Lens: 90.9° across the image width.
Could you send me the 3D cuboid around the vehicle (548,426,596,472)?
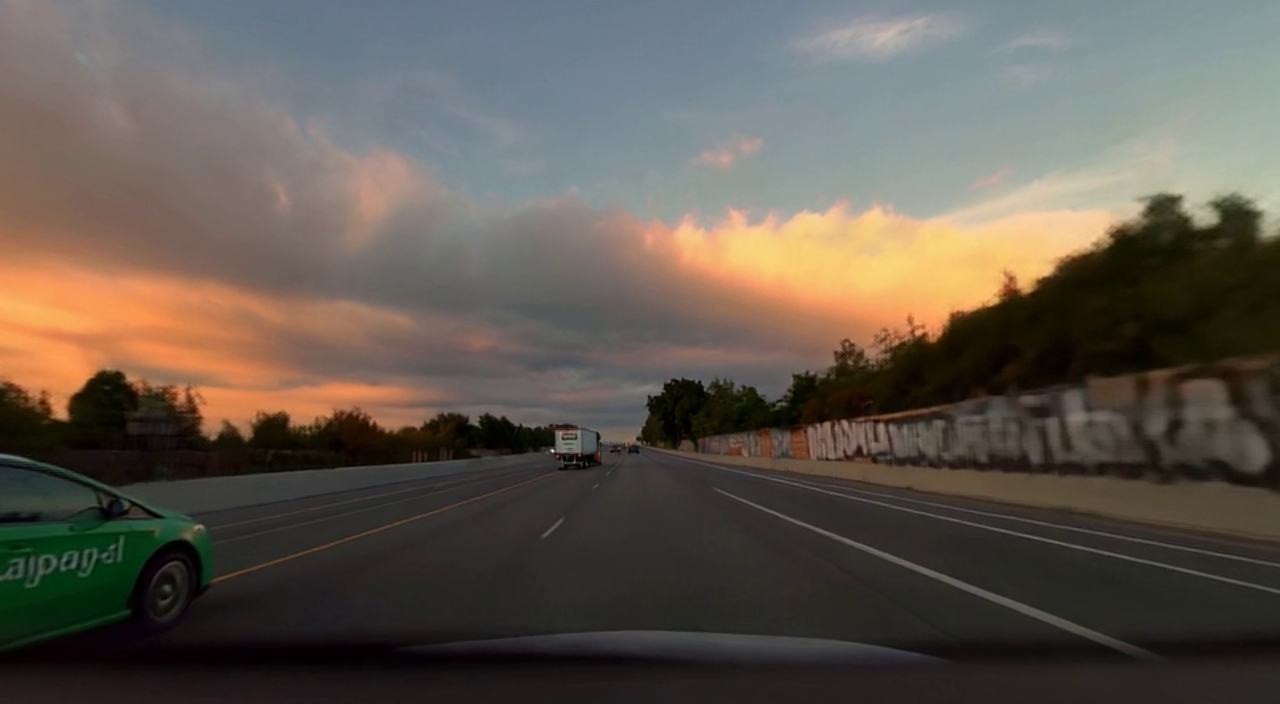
[{"bbox_3d":[-3.966,5.821,37.807,2.305,2.517,5.486,0,-9,0],"label":"vehicle"}]
